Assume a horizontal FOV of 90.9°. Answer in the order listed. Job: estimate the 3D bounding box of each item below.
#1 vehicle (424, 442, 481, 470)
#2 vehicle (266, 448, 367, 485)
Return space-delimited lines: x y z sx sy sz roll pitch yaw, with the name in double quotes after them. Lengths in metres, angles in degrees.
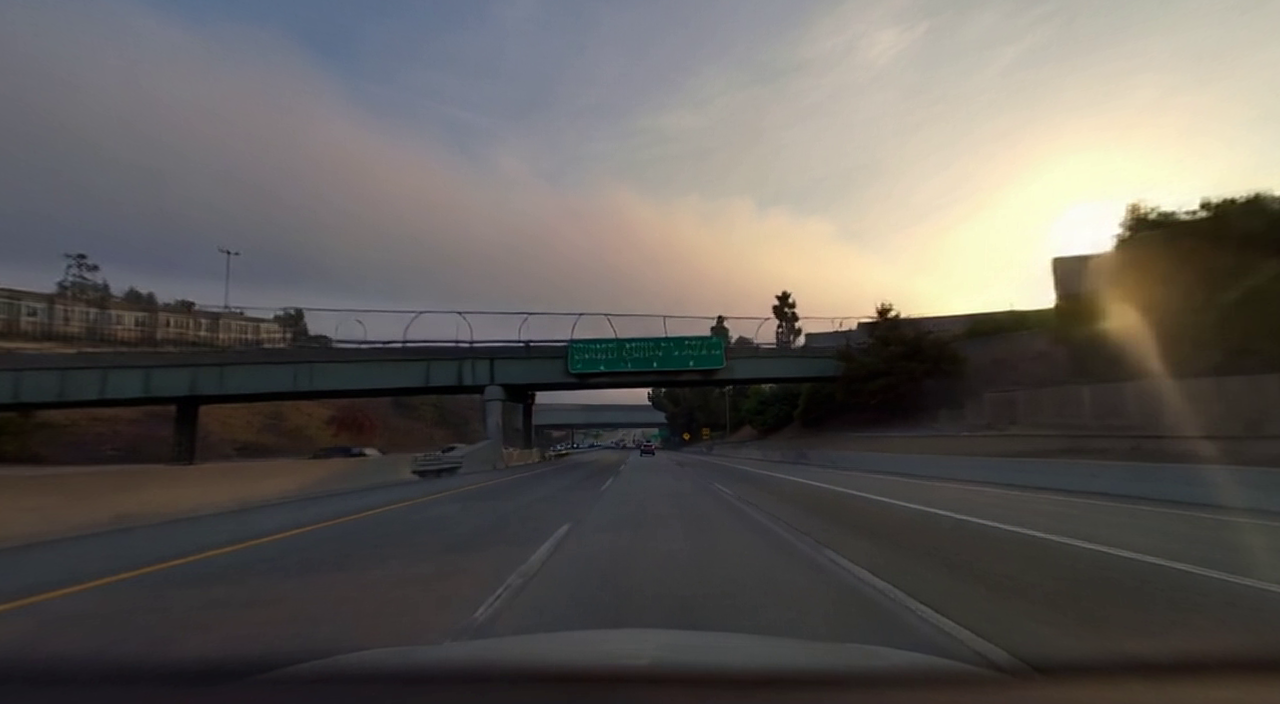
-10.713 5.966 36.405 1.926 1.534 4.371 0 -8 0 "vehicle"
-14.407 5.092 28.388 2.140 1.457 4.305 0 -8 2 "vehicle"
